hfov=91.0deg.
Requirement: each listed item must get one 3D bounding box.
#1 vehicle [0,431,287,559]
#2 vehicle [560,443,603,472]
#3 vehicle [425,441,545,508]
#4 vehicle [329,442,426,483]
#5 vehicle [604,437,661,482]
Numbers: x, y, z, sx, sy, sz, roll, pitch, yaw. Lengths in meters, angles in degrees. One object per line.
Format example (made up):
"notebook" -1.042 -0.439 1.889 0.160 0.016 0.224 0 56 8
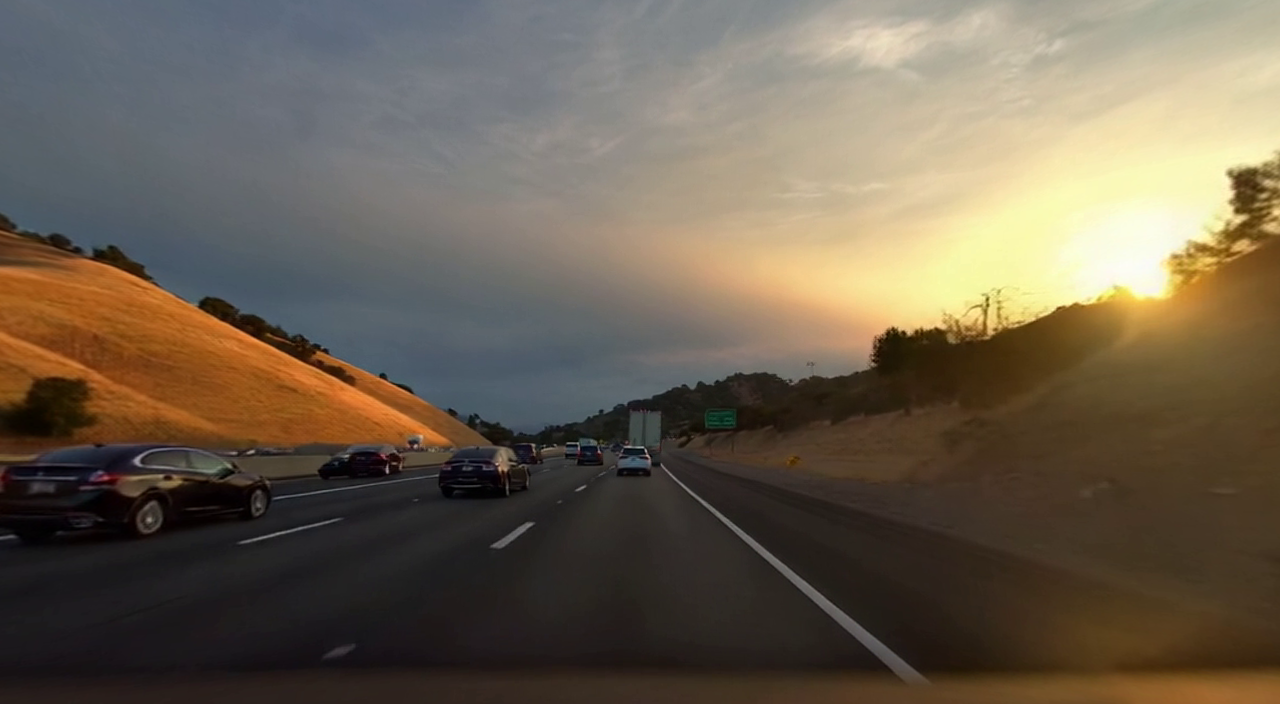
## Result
"vehicle" -7.725 2.041 9.734 2.029 1.507 4.204 1 -9 1
"vehicle" -3.558 6.552 39.384 2.155 1.661 4.477 0 -9 1
"vehicle" -3.877 3.147 16.677 1.943 1.468 4.547 1 -9 1
"vehicle" -10.636 4.497 25.935 1.950 1.507 4.527 1 -9 1
"vehicle" -0.294 4.731 27.894 2.281 1.795 4.297 1 -9 0
